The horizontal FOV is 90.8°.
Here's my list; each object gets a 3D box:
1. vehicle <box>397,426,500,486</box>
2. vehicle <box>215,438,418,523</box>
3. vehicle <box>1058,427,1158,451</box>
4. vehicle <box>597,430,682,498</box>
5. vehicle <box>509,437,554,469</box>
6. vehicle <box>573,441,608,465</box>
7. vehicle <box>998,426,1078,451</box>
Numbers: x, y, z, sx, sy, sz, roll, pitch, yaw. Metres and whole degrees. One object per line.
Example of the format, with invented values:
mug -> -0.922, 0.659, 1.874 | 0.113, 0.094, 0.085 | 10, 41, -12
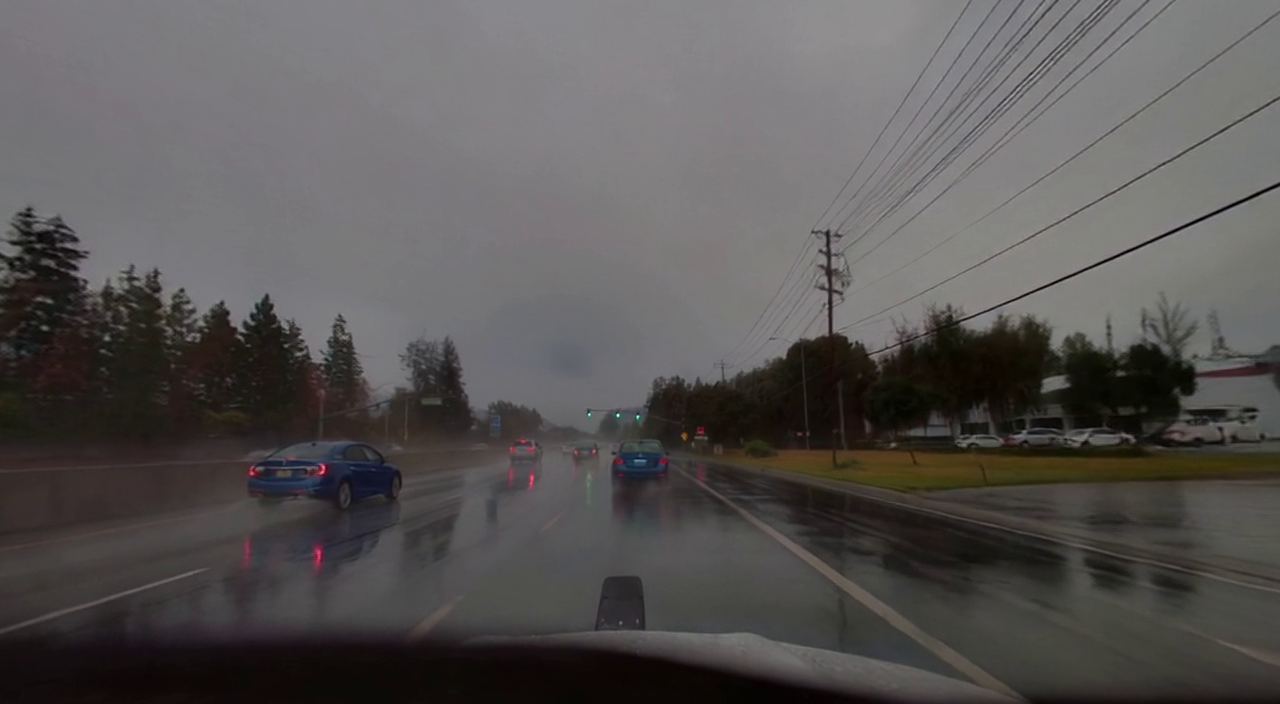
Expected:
vehicle -> -6.730, 3.710, 22.896 | 2.144, 1.905, 4.967 | 0, -8, 0
vehicle -> -6.542, 2.613, 13.496 | 1.900, 1.483, 4.547 | 0, -8, 1
vehicle -> 29.638, 5.536, 40.093 | 4.674, 1.485, 1.874 | -1, -8, 6
vehicle -> -0.044, 3.110, 17.929 | 2.140, 1.653, 4.108 | 0, -8, -1
vehicle -> -6.346, 5.958, 37.316 | 1.914, 1.756, 4.179 | 0, -8, 0
vehicle -> -3.273, 6.829, 42.706 | 2.055, 1.510, 3.961 | 0, -8, 0
vehicle -> 29.567, 6.440, 47.029 | 4.554, 1.761, 2.095 | 0, -8, 0
